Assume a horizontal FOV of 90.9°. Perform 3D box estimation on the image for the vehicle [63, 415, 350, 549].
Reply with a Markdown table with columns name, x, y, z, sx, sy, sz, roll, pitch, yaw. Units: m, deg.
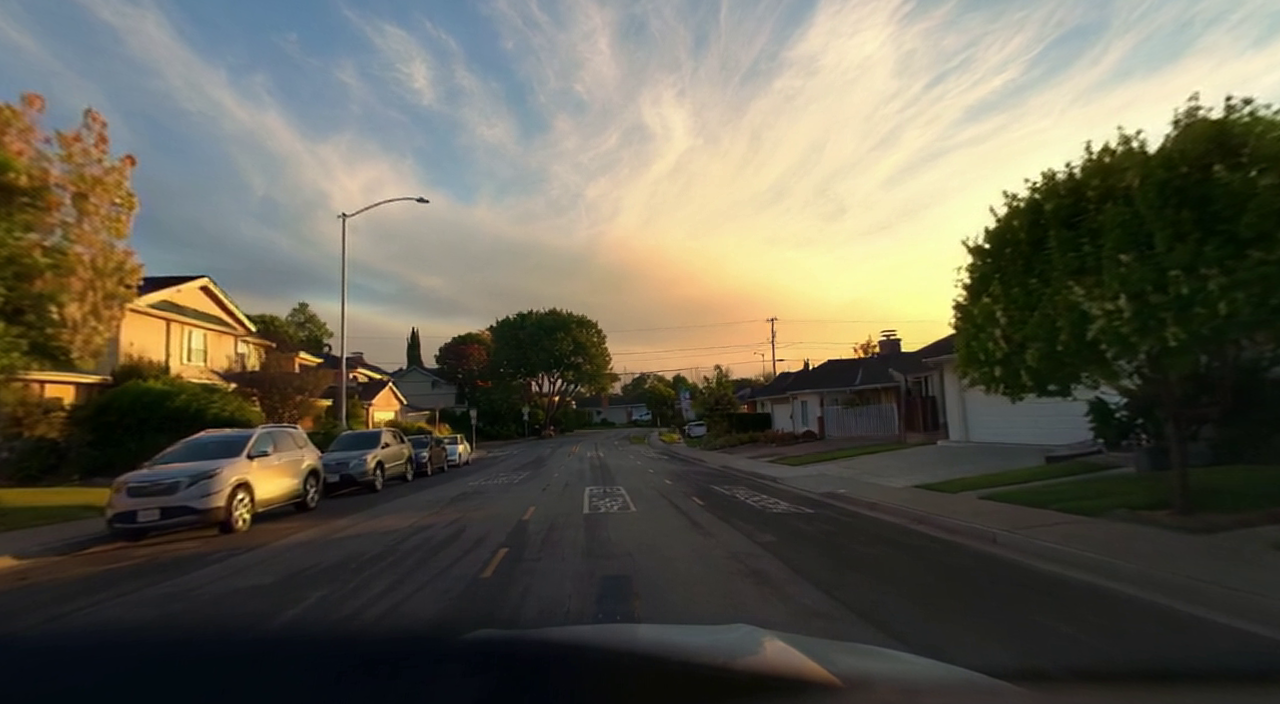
| name | x | y | z | sx | sy | sz | roll | pitch | yaw |
| --- | --- | --- | --- | --- | --- | --- | --- | --- | --- |
| vehicle | -6.856 | 2.042 | 10.714 | 2.147 | 1.780 | 4.165 | 0 | -8 | -5 |

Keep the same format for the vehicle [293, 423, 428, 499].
| name | x | y | z | sx | sy | sz | roll | pitch | yaw |
| --- | --- | --- | --- | --- | --- | --- | --- | --- | --- |
| vehicle | -7.330 | 2.858 | 17.087 | 1.865 | 1.750 | 4.507 | 0 | -8 | -4 |
